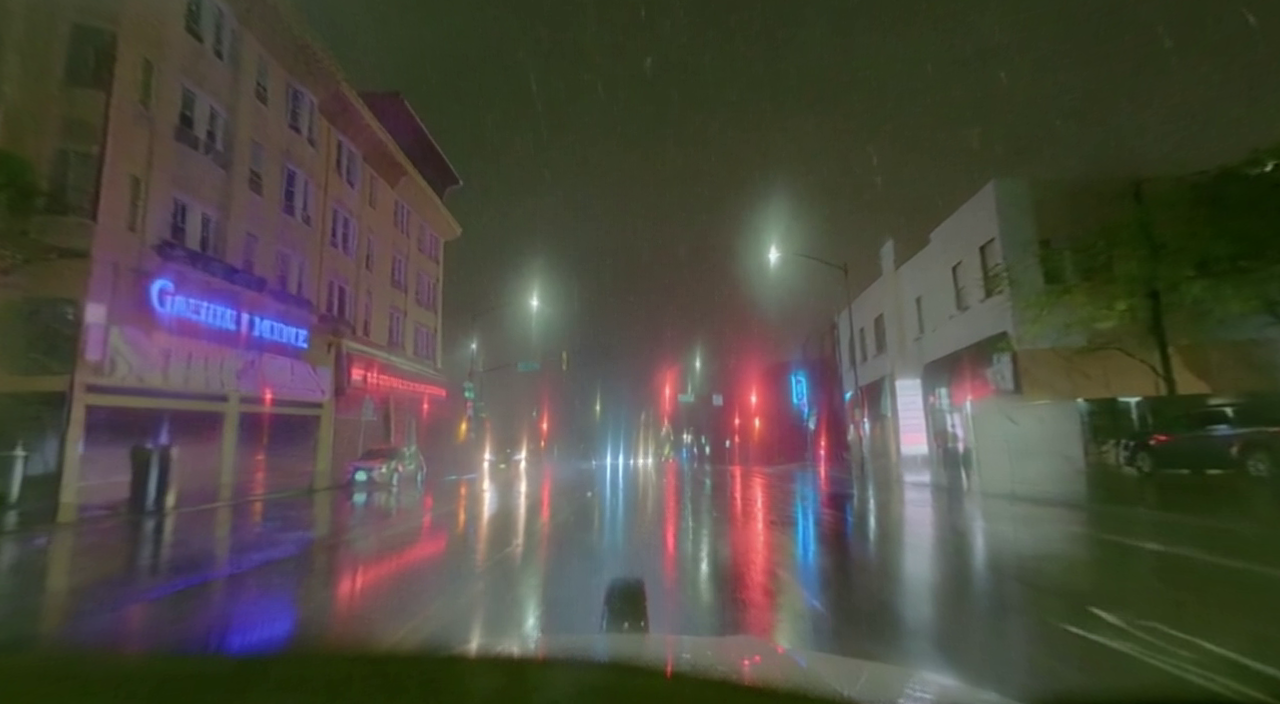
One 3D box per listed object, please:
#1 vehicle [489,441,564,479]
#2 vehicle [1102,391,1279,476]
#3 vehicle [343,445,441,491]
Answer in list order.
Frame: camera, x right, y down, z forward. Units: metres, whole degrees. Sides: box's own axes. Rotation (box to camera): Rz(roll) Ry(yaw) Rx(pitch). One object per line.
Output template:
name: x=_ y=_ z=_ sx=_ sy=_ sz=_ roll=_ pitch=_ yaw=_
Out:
vehicle: x=-4.883 y=4.710 z=27.820 sx=1.984 sy=1.489 sz=4.515 roll=-1 pitch=-8 yaw=7
vehicle: x=15.147 y=2.136 z=16.378 sx=2.180 sy=1.848 sz=5.417 roll=-1 pitch=-8 yaw=1
vehicle: x=-9.122 y=4.282 z=23.654 sx=1.908 sy=1.529 sz=4.522 roll=0 pitch=-8 yaw=-1
